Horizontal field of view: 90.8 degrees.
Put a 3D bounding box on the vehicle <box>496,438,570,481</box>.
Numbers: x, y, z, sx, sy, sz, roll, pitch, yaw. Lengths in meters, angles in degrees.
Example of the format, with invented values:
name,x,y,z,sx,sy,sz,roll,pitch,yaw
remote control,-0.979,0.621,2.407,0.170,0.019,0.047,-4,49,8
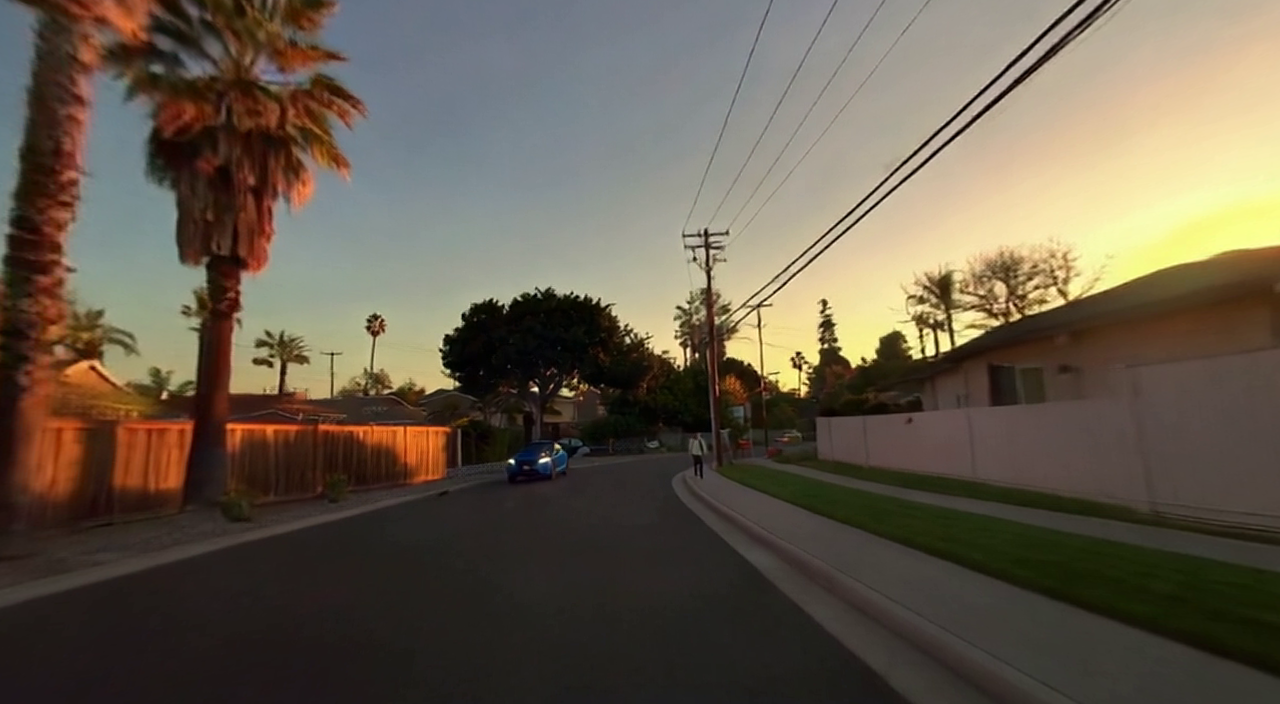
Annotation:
name,x,y,z,sx,sy,sz,roll,pitch,yaw
vehicle,-4.762,4.867,28.909,2.208,1.758,4.529,-1,-8,6
